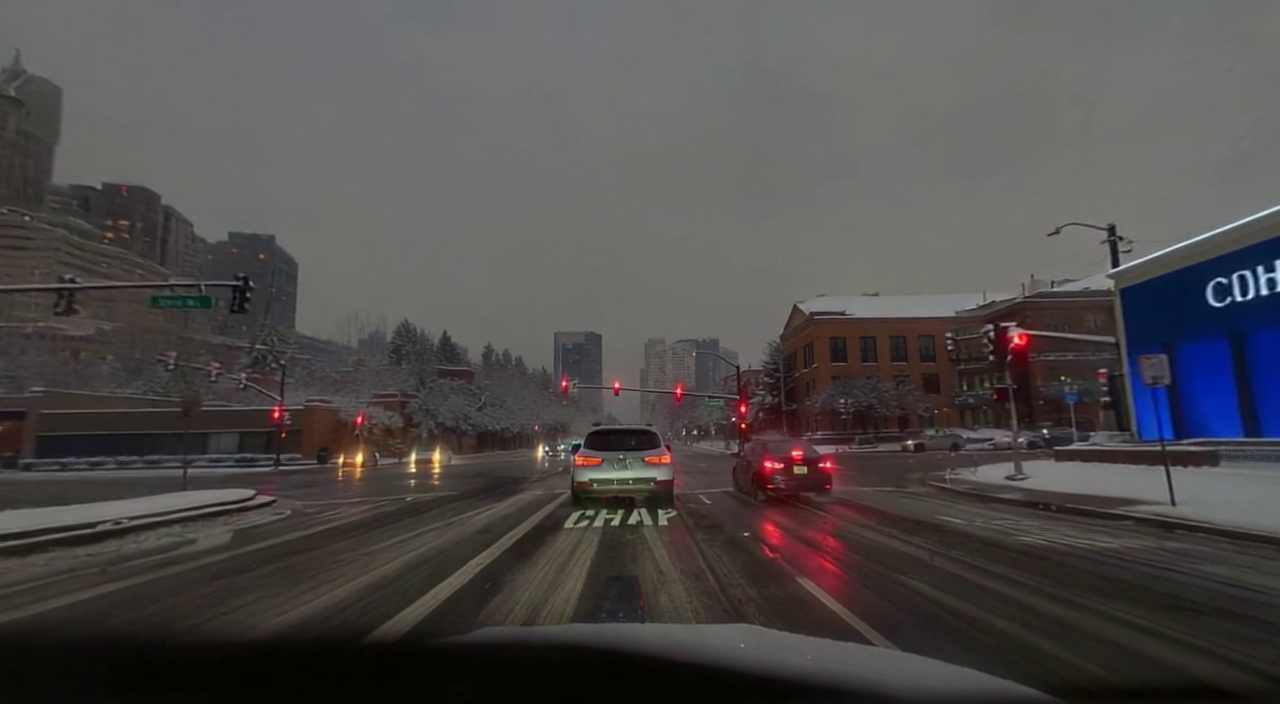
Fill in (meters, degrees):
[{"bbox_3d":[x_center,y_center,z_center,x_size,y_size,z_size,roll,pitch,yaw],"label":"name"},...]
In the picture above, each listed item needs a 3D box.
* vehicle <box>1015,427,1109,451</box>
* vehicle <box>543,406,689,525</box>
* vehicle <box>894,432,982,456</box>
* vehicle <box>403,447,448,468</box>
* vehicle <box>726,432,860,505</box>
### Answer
[{"bbox_3d":[27.621,5.732,41.424,4.766,1.462,1.872,0,-9,0],"label":"vehicle"},{"bbox_3d":[-0.387,2.130,12.250,2.313,1.860,4.319,0,-9,0],"label":"vehicle"},{"bbox_3d":[19.516,6.021,41.459,4.851,1.517,1.720,0,-9,-3],"label":"vehicle"},{"bbox_3d":[-16.245,8.019,48.126,1.920,1.461,4.415,0,-9,0],"label":"vehicle"},{"bbox_3d":[3.449,2.724,15.203,2.080,1.472,4.401,0,-9,0],"label":"vehicle"}]
